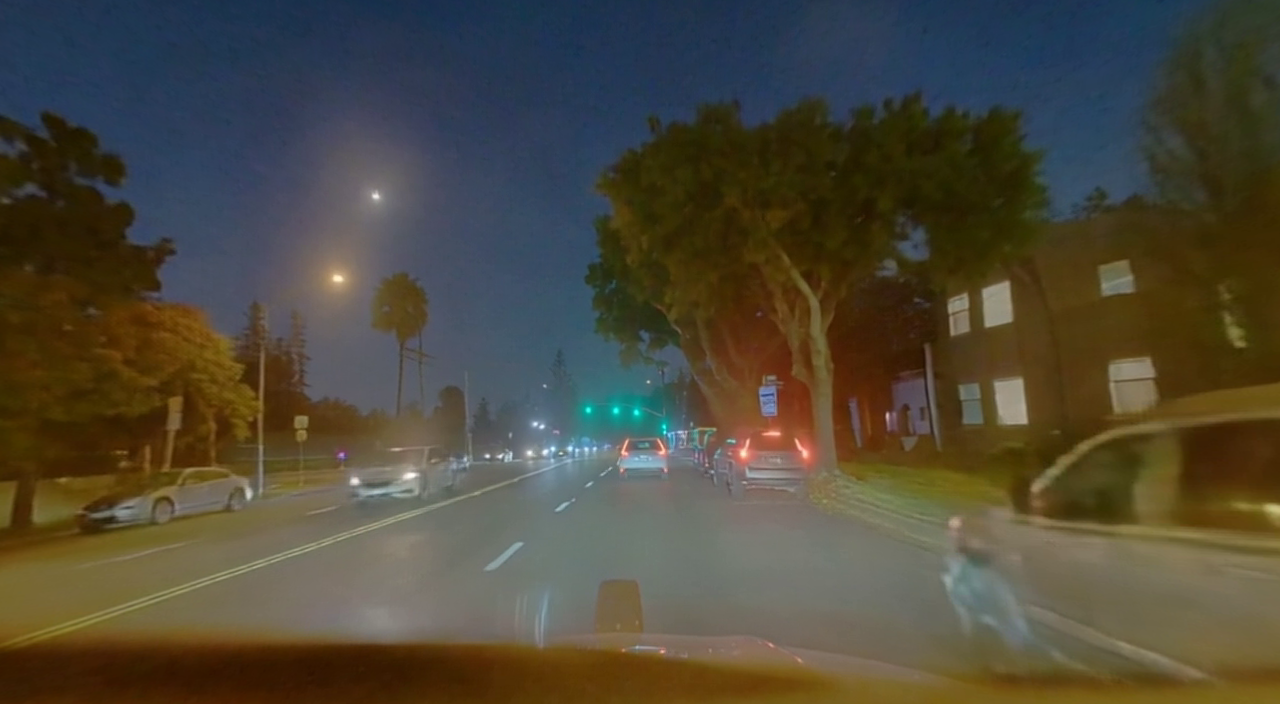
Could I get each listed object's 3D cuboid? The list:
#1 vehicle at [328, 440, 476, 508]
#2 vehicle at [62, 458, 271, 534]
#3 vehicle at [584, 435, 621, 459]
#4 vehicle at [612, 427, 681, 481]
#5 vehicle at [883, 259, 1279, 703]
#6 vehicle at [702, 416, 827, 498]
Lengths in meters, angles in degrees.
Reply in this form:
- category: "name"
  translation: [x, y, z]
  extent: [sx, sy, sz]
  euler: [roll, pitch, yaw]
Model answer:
- category: "vehicle"
  translation: [-5.984, 3.100, 16.633]
  extent: [1.981, 1.498, 4.701]
  euler: [0, -8, 1]
- category: "vehicle"
  translation: [-12.103, 3.654, 16.638]
  extent: [2.070, 1.610, 4.356]
  euler: [0, -8, 0]
- category: "vehicle"
  translation: [-2.483, 6.402, 42.842]
  extent: [2.117, 1.528, 4.277]
  euler: [0, -8, 1]
- category: "vehicle"
  translation: [0.165, 3.310, 20.726]
  extent: [2.041, 1.575, 4.304]
  euler: [0, -8, -1]
- category: "vehicle"
  translation: [2.885, 0.686, 2.027]
  extent: [2.289, 1.782, 4.661]
  euler: [0, -8, -1]
- category: "vehicle"
  translation: [2.913, 2.597, 15.953]
  extent: [2.060, 1.733, 4.639]
  euler: [0, -8, -2]
